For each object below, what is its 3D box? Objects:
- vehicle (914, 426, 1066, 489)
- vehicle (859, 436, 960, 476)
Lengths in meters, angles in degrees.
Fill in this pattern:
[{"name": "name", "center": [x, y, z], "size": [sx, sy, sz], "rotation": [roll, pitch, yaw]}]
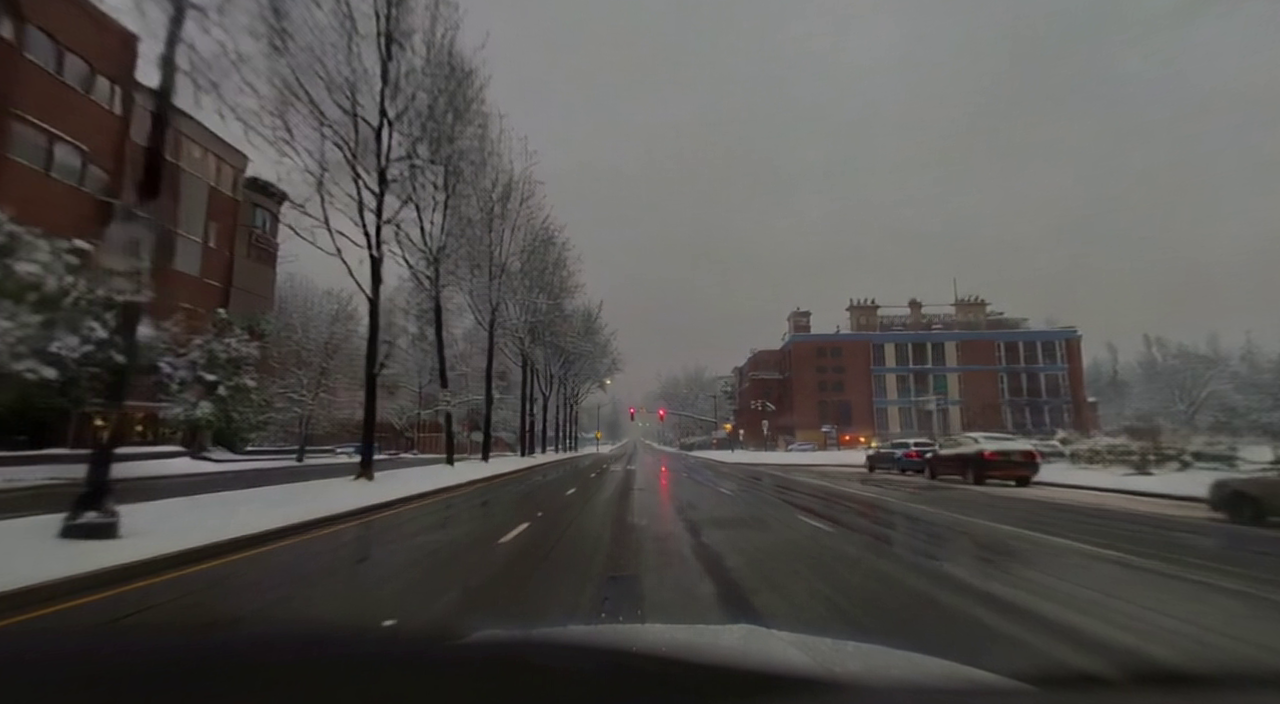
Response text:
[{"name": "vehicle", "center": [10.724, 3.274, 19.903], "size": [1.947, 1.716, 4.861], "rotation": [0, -9, -1]}, {"name": "vehicle", "center": [10.852, 4.232, 25.910], "size": [2.043, 1.491, 4.627], "rotation": [0, -9, -1]}]
